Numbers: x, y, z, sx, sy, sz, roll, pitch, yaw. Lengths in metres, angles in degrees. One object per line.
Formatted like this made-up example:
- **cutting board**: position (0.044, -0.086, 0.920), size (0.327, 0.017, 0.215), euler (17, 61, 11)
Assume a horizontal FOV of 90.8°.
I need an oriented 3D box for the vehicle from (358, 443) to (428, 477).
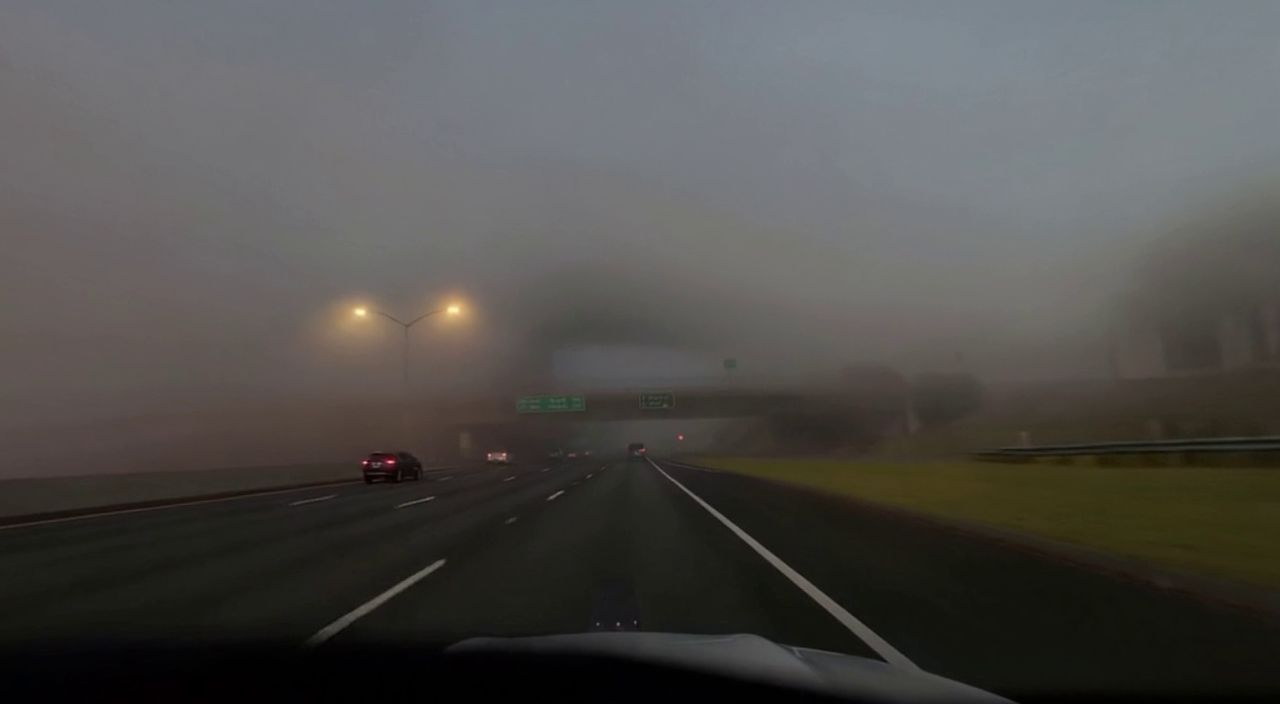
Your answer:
- **vehicle**: position (-14.404, 6.314, 37.234), size (2.049, 1.792, 5.177), euler (0, -9, 0)
